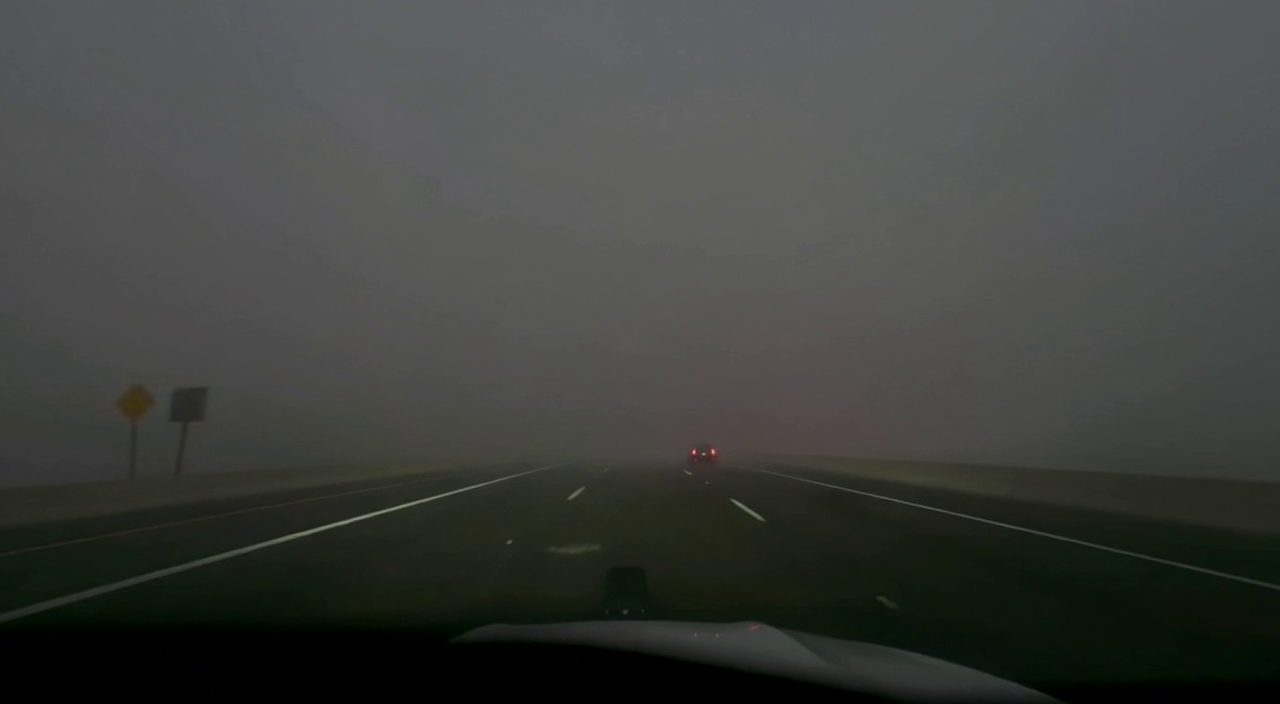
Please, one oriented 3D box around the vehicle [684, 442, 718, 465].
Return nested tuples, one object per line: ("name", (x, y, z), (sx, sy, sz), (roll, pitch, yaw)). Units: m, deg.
("vehicle", (4.232, 7.110, 44.479), (2.003, 1.520, 4.058), (0, -8, 0))
